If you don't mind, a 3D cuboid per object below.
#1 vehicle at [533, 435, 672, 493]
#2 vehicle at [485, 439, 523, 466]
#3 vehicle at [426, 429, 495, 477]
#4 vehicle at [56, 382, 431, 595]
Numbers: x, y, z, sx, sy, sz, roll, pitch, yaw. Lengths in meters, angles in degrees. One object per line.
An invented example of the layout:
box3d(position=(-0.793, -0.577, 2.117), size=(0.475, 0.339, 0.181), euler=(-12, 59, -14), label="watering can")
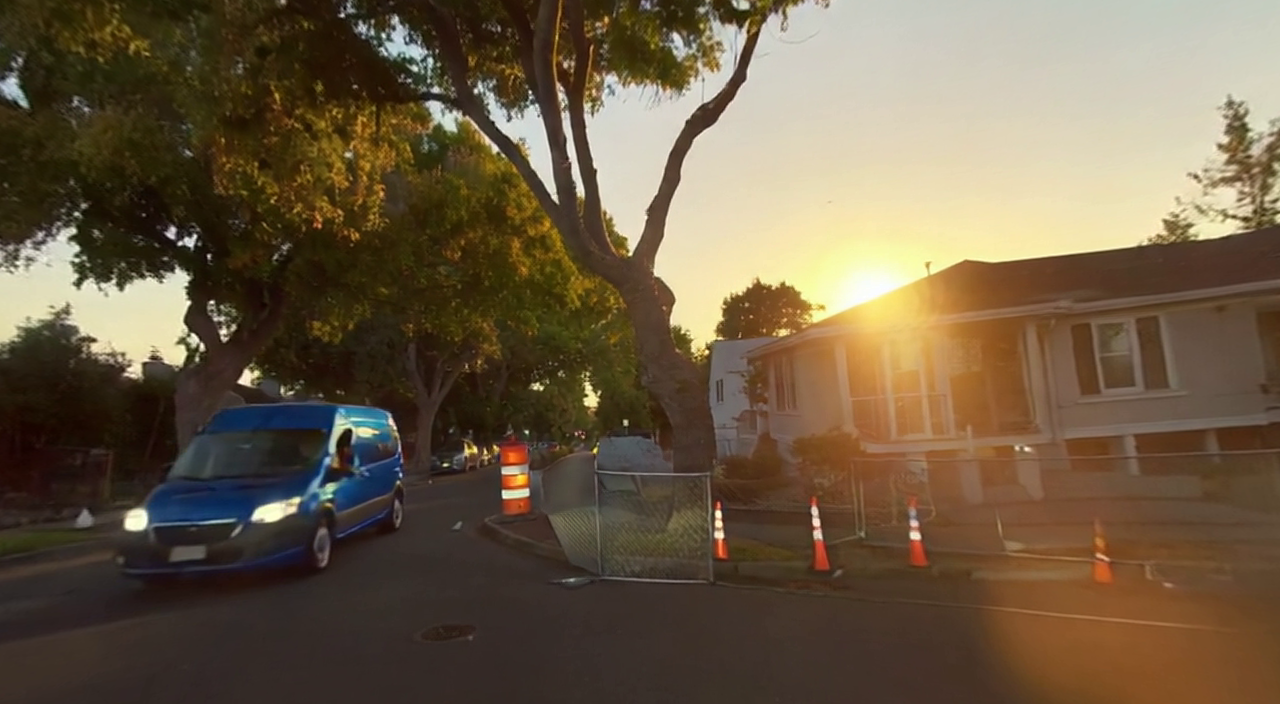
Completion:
box3d(position=(-0.923, 3.062, 17.797), size=(1.827, 1.436, 4.070), euler=(-5, -9, 33), label="vehicle")
box3d(position=(-8.886, 6.562, 41.425), size=(1.765, 1.493, 4.130), euler=(3, -6, -3), label="vehicle")
box3d(position=(-8.571, 4.825, 30.591), size=(2.042, 1.937, 4.960), euler=(3, -6, -3), label="vehicle")
box3d(position=(-4.537, 1.596, 8.415), size=(2.219, 1.984, 4.712), euler=(0, -8, -5), label="vehicle")
